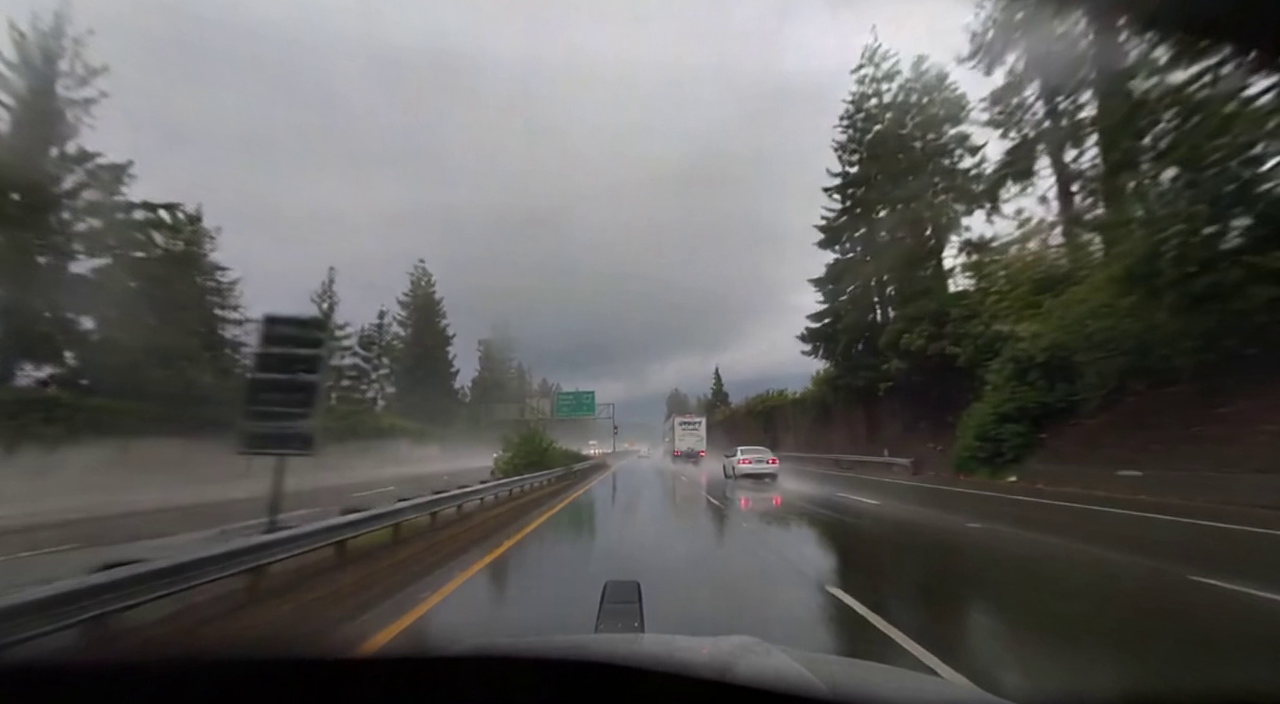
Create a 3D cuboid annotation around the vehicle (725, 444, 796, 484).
[{"bbox_3d":[4.797,4.517,25.610,1.917,1.471,4.149,0,-9,-2],"label":"vehicle"}]
